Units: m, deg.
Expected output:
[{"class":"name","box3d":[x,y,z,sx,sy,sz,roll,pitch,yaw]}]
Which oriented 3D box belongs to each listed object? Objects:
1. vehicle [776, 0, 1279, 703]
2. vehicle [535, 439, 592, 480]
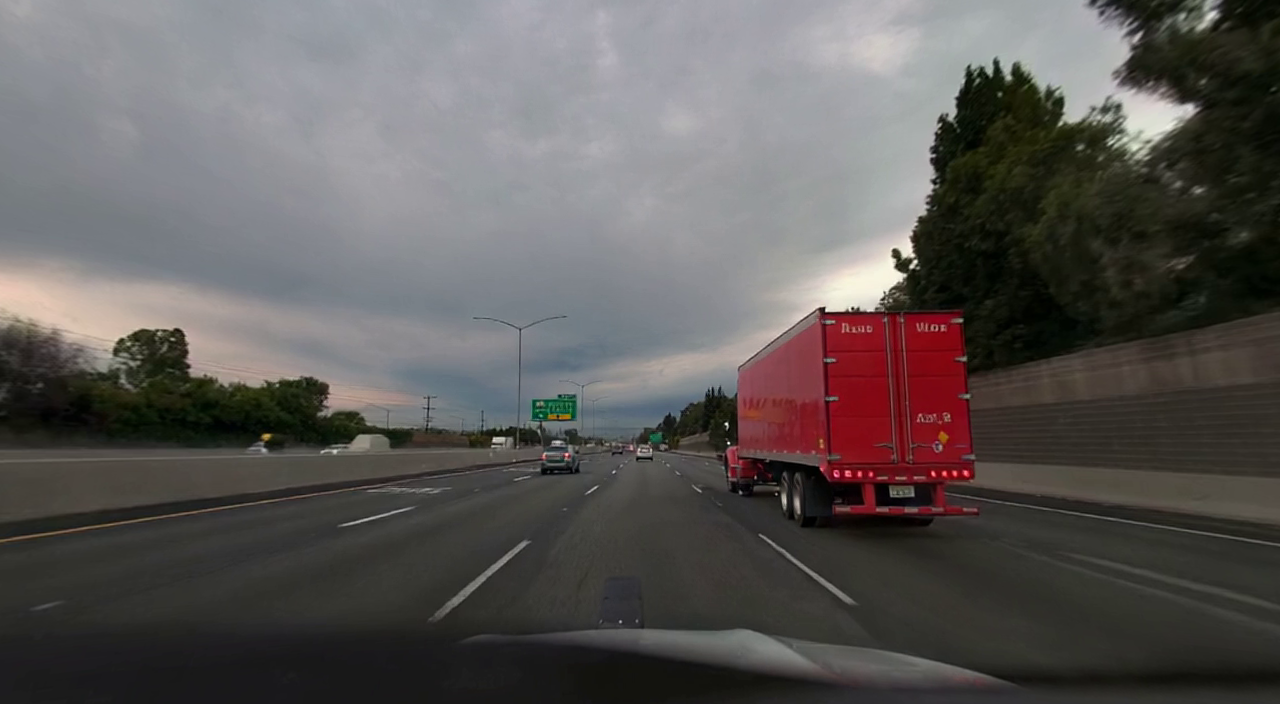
[{"class":"vehicle","box3d":[3.817,-0.150,3.119,2.906,4.117,15.806,0,-9,0]},{"class":"vehicle","box3d":[-3.326,4.783,28.226,2.000,1.658,4.155,0,-9,1]}]
